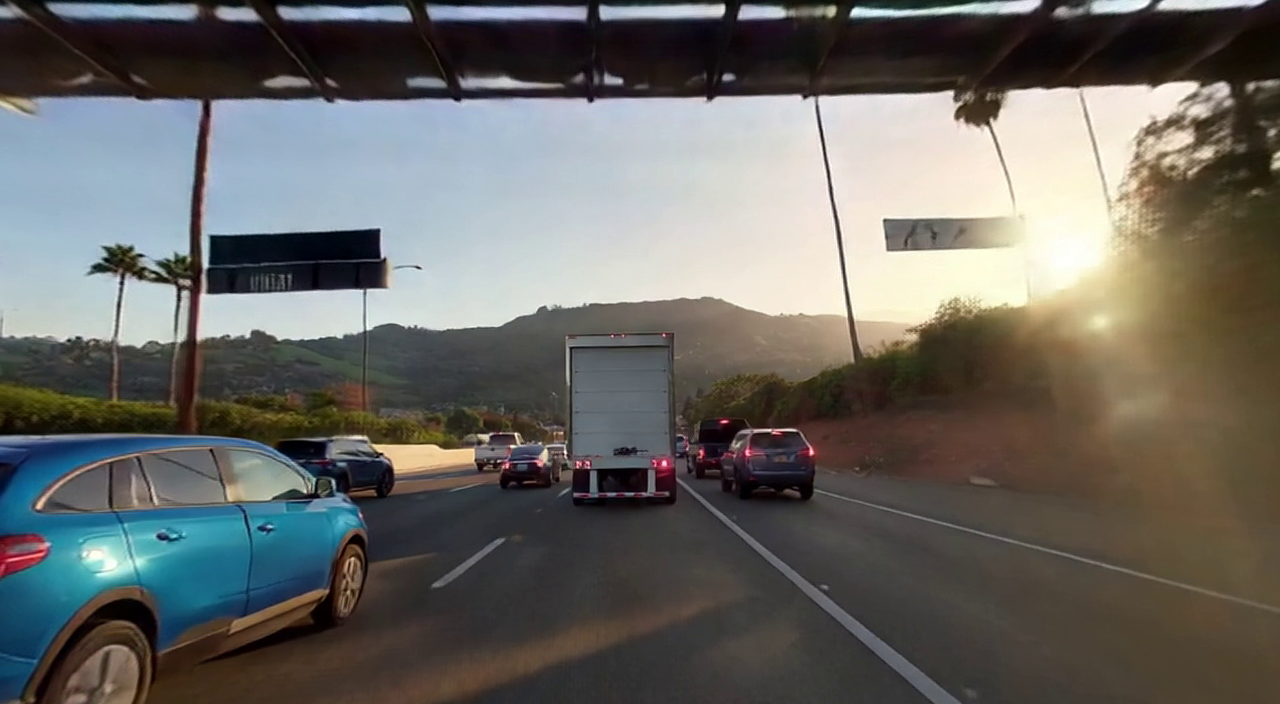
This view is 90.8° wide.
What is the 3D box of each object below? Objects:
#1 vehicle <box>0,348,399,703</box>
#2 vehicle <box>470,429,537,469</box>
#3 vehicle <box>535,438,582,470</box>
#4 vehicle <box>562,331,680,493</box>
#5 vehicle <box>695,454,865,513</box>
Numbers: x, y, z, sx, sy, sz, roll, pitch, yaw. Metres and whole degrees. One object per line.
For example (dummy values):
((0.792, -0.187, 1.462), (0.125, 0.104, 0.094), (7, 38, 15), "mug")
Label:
((-3.213, 1.074, 3.845), (1.885, 1.654, 4.103), (0, -9, -1), "vehicle")
((-7.290, 5.250, 34.357), (2.344, 1.954, 5.579), (0, -9, 0), "vehicle")
((-4.026, 5.094, 31.728), (1.874, 1.475, 4.328), (0, -9, -1), "vehicle")
((-0.446, 2.274, 21.152), (2.906, 4.040, 10.743), (0, -9, 0), "vehicle")
((2.942, 2.974, 14.943), (2.635, 1.036, 5.568), (0, -9, -2), "vehicle")
